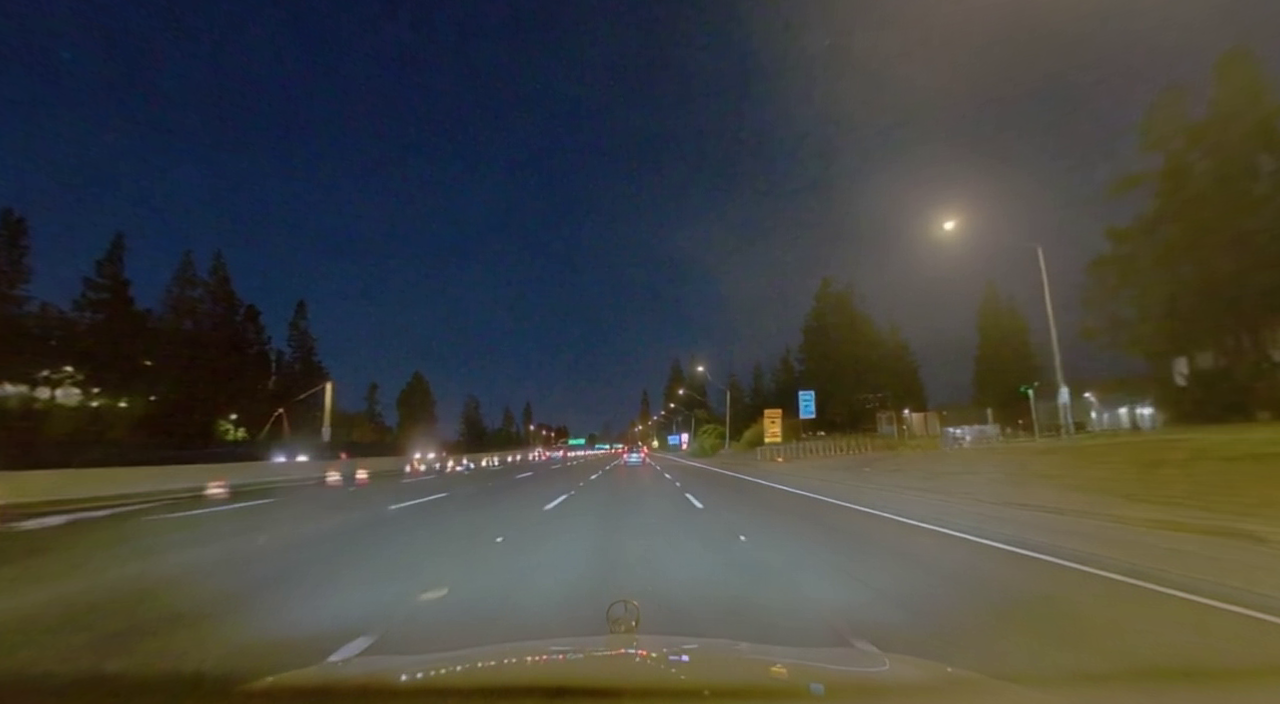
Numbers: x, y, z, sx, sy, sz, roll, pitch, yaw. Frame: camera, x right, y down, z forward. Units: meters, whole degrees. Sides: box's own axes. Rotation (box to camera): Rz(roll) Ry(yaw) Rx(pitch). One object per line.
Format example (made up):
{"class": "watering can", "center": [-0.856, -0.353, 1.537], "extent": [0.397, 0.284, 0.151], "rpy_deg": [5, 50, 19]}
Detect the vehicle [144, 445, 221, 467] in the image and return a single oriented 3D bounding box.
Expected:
{"class": "vehicle", "center": [-31.282, 7.124, 43.370], "extent": [1.946, 1.444, 4.536], "rpy_deg": [0, -9, -1]}

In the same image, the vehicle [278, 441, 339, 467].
{"class": "vehicle", "center": [-23.951, 7.380, 45.812], "extent": [1.941, 1.705, 4.395], "rpy_deg": [0, -9, 1]}

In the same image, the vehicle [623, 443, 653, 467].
{"class": "vehicle", "center": [-0.150, 7.608, 46.733], "extent": [2.109, 1.638, 3.856], "rpy_deg": [0, -9, 0]}
